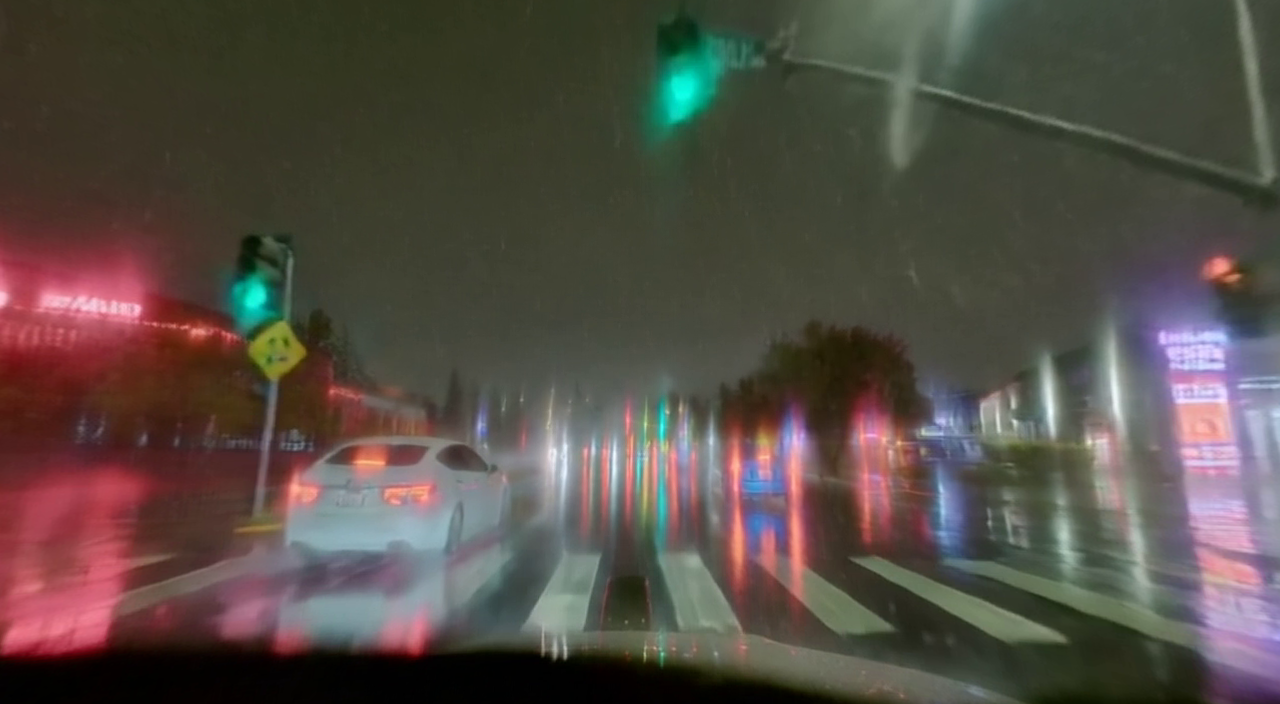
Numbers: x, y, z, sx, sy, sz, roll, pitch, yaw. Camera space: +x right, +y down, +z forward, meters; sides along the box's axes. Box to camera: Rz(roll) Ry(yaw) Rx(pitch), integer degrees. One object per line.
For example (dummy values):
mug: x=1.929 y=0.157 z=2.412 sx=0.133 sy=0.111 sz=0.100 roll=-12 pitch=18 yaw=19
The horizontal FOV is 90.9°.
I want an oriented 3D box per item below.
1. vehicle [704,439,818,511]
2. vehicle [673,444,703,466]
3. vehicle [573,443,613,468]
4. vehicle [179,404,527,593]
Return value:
vehicle: x=2.785 y=2.911 z=15.521 sx=1.946 sy=1.513 sz=4.133 roll=0 pitch=-8 yaw=0
vehicle: x=3.558 y=7.753 z=47.493 sx=1.931 sy=1.552 sz=4.125 roll=0 pitch=-8 yaw=1
vehicle: x=-2.904 y=6.509 z=39.820 sx=2.040 sy=1.471 sz=4.211 roll=0 pitch=-8 yaw=2
vehicle: x=-2.969 y=1.635 z=8.094 sx=2.032 sy=1.639 sz=5.037 roll=0 pitch=-8 yaw=1
